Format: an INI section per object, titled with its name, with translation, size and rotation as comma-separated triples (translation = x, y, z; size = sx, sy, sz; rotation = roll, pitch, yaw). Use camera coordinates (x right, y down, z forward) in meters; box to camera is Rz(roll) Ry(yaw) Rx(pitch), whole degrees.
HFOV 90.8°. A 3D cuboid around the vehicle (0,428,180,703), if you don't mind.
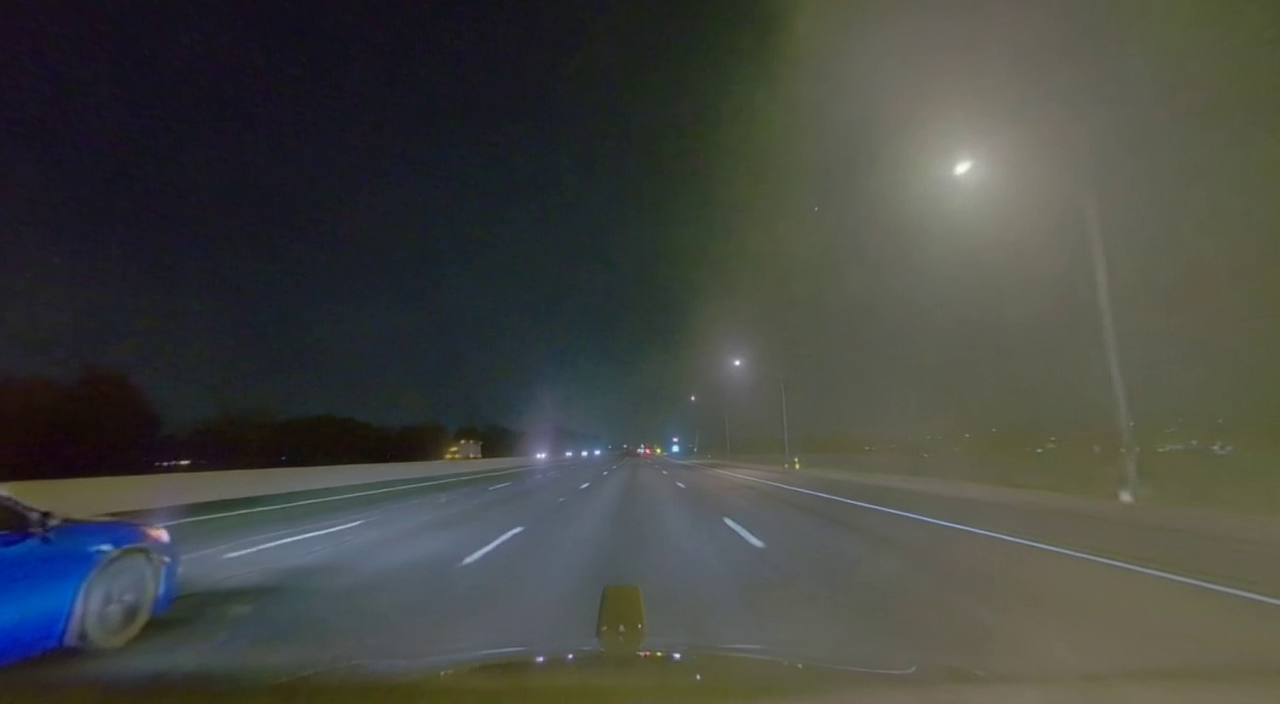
[vehicle]
translation = -3.902, 0.965, 2.020
size = 1.935, 1.479, 3.787
rotation = 0, -9, 1
